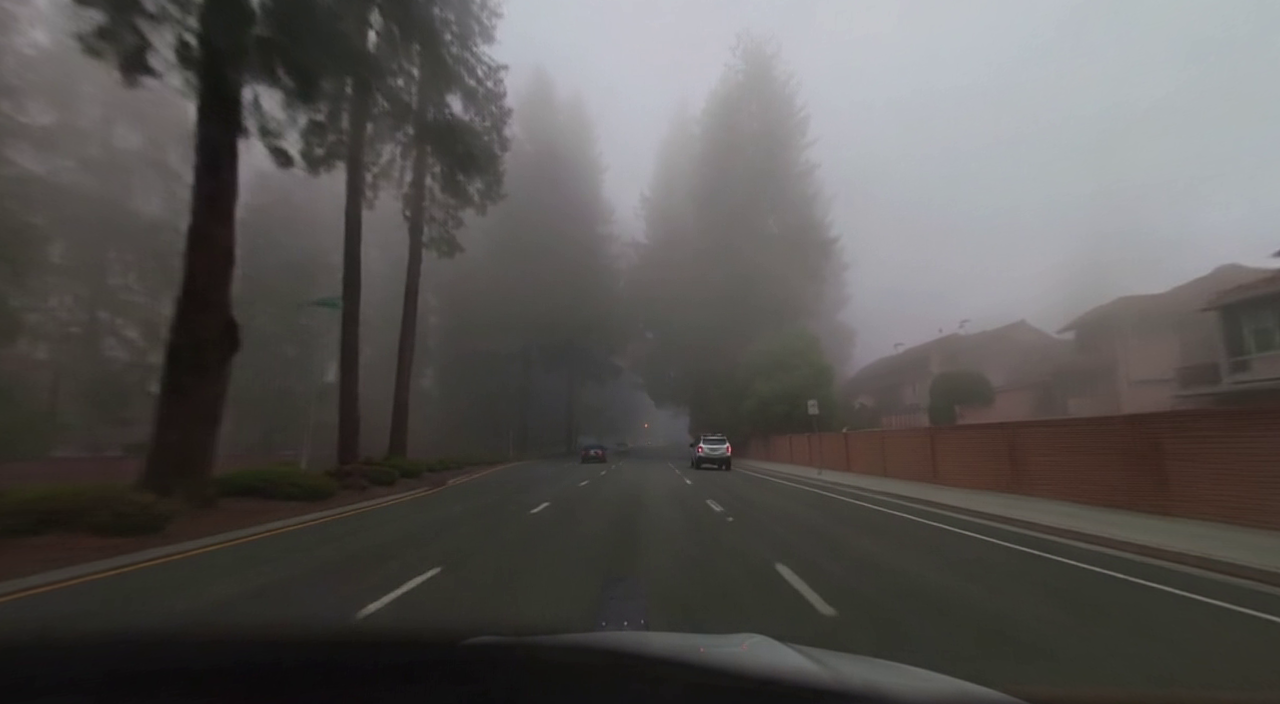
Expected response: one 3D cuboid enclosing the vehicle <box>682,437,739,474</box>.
[{"bbox_3d":[3.388,5.115,31.350,2.321,1.695,5.037,0,-8,1],"label":"vehicle"}]
